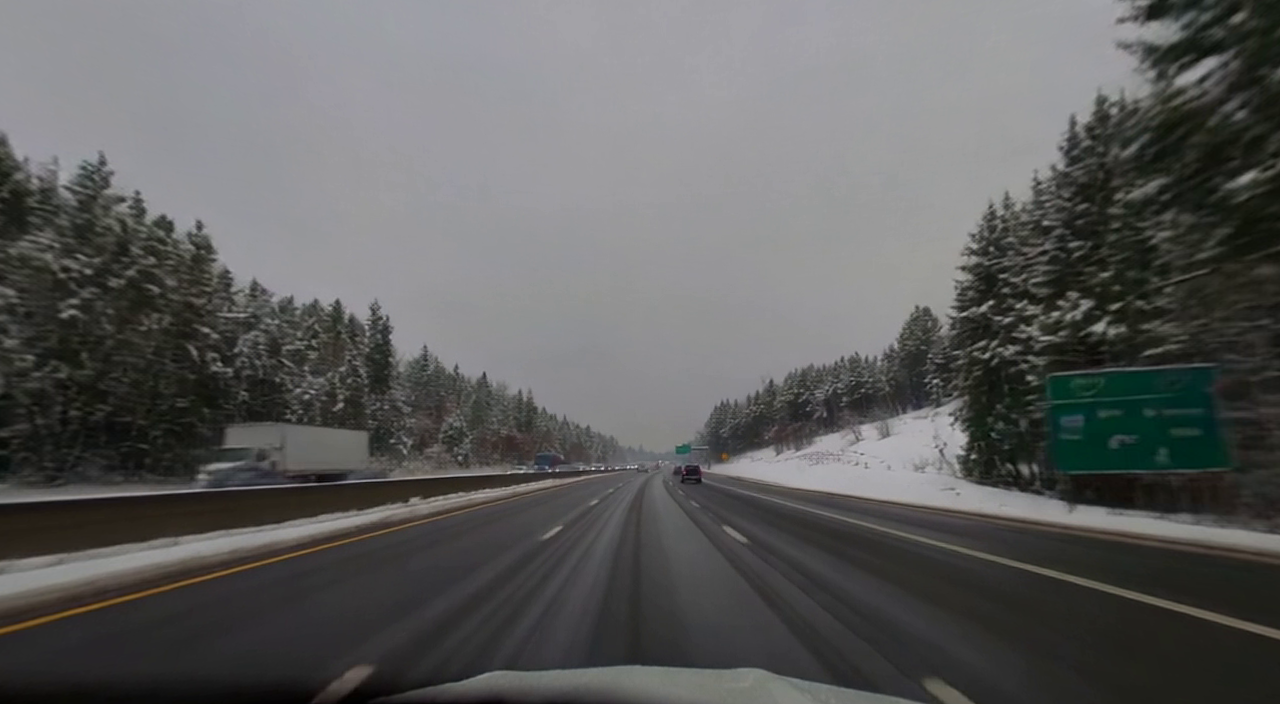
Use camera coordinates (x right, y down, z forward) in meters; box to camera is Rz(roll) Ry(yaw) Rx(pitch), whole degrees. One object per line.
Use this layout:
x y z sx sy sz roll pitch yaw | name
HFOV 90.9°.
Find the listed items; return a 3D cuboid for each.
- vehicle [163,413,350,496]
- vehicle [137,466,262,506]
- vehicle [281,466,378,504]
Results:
-21.403 6.074 36.716 2.933 3.987 12.166 1 -10 1 | vehicle
-17.625 5.361 25.515 1.886 1.412 4.246 1 -10 1 | vehicle
-13.884 5.957 28.526 2.056 1.487 4.517 1 -10 1 | vehicle
